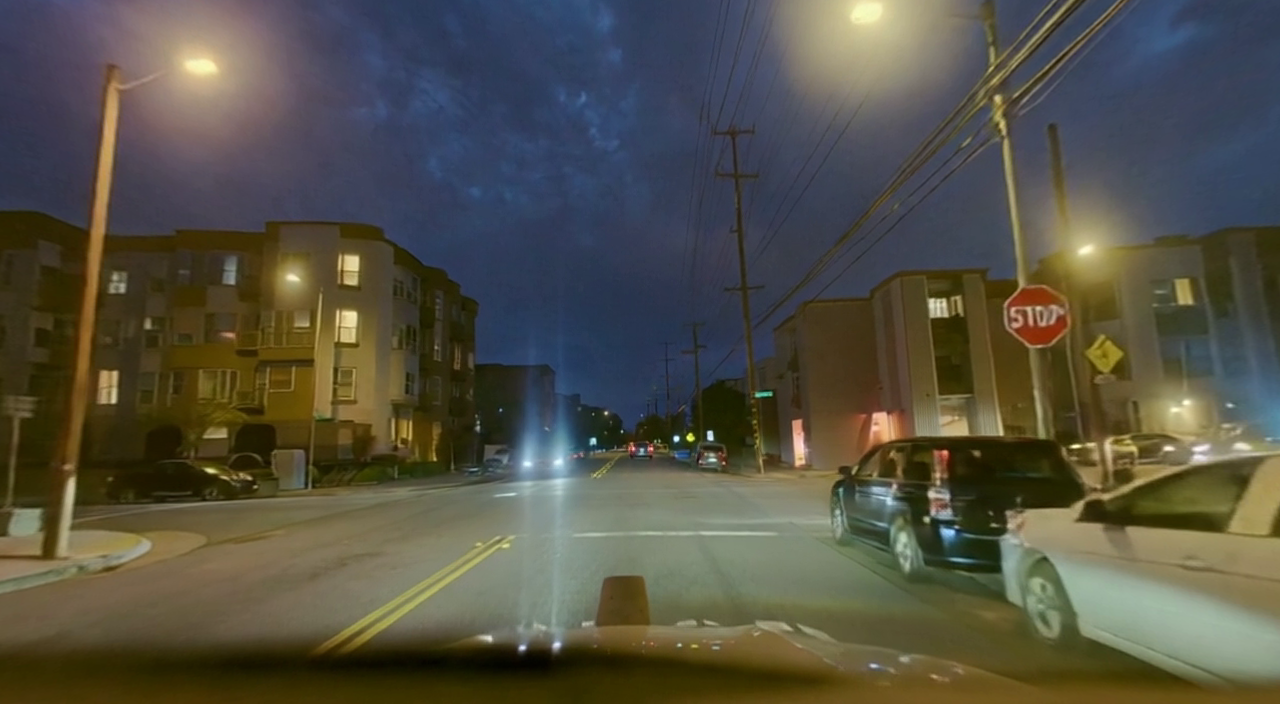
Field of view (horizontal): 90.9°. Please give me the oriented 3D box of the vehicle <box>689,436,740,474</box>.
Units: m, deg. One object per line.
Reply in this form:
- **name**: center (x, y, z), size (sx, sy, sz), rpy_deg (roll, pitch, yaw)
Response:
- **vehicle**: center (3.839, 5.406, 33.287), size (2.164, 1.721, 4.416), rpy_deg (-4, -9, 1)

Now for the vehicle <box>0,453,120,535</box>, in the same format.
- **vehicle**: center (-16.522, 3.509, 15.505), size (5.392, 1.808, 2.324), rpy_deg (-2, -9, 0)

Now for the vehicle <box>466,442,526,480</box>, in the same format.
- **vehicle**: center (-7.579, 5.778, 33.760), size (2.140, 1.874, 4.475), rpy_deg (0, -9, 0)

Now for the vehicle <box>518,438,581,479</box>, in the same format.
- **vehicle**: center (-4.248, 5.112, 30.464), size (2.201, 1.801, 4.750), rpy_deg (-1, -9, 1)

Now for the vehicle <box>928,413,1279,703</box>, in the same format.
- **vehicle**: center (3.406, 1.057, 2.910), size (1.888, 1.495, 4.567), rpy_deg (0, -9, -1)

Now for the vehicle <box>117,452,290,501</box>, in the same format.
- **vehicle**: center (-17.214, 4.902, 25.067), size (5.354, 1.773, 1.991), rpy_deg (0, -9, 0)
